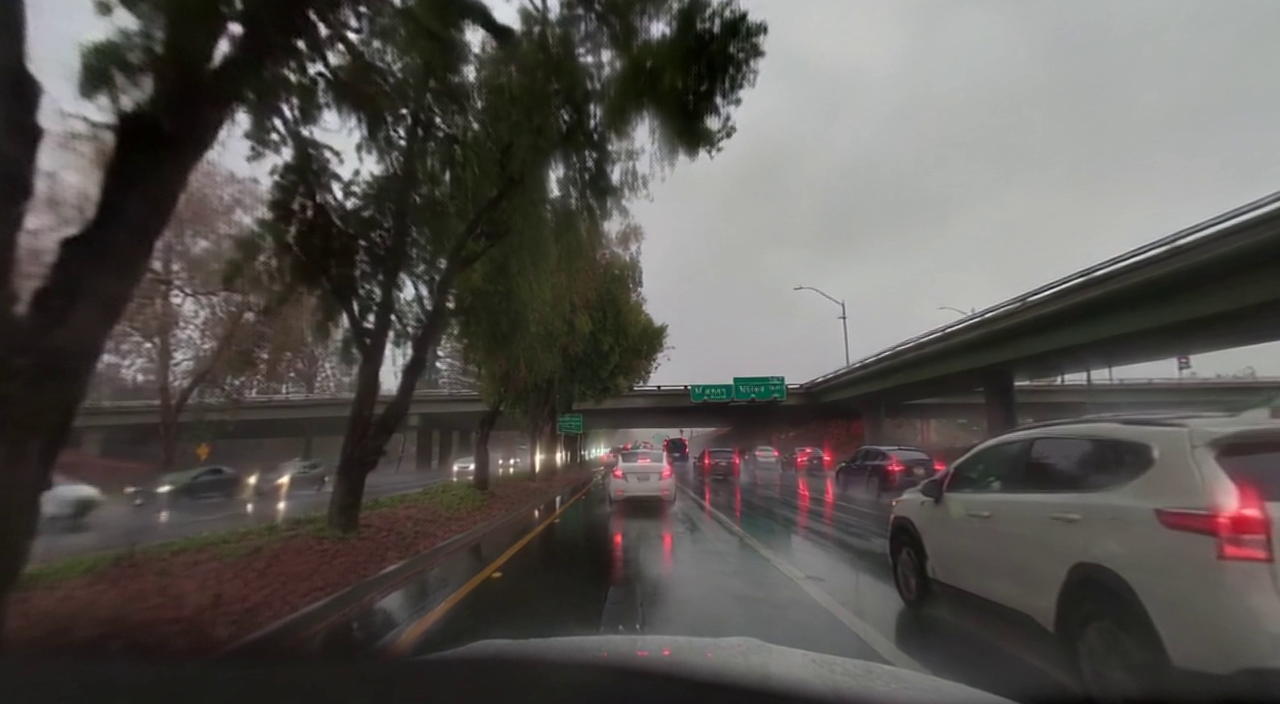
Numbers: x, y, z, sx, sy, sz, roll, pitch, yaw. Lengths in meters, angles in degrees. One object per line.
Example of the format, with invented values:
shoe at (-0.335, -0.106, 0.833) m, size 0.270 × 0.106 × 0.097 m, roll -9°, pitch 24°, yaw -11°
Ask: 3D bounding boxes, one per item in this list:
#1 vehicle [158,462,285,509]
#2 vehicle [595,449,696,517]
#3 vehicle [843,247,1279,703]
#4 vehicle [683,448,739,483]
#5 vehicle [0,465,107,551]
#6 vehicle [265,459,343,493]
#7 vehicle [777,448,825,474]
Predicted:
vehicle at (-15.849, 5.041, 24.237) m, size 1.891 × 1.511 × 4.280 m, roll 0°, pitch -9°, yaw 0°
vehicle at (0.096, 2.949, 14.733) m, size 2.027 × 1.341 × 3.775 m, roll 0°, pitch -9°, yaw -1°
vehicle at (3.496, 0.915, 3.648) m, size 2.719 × 2.033 × 5.876 m, roll 0°, pitch -9°, yaw 0°
vehicle at (3.119, 5.083, 28.650) m, size 1.962 × 1.431 × 4.205 m, roll 0°, pitch -9°, yaw -2°
vehicle at (-12.515, 2.864, 11.455) m, size 1.864 × 1.482 × 4.377 m, roll 0°, pitch -9°, yaw 0°
vehicle at (-19.103, 7.015, 36.154) m, size 1.935 × 1.706 × 4.473 m, roll 0°, pitch -9°, yaw 0°
vehicle at (9.849, 6.698, 38.993) m, size 1.839 × 1.453 × 3.992 m, roll 0°, pitch -9°, yaw -1°
